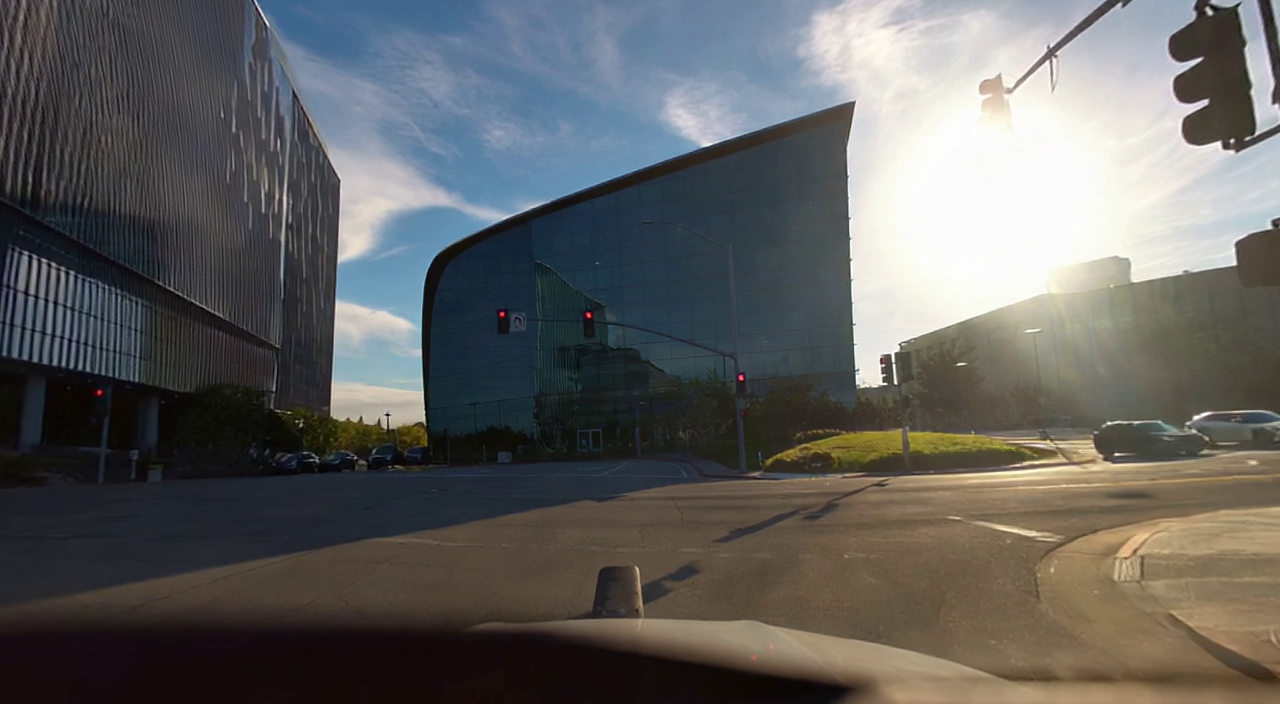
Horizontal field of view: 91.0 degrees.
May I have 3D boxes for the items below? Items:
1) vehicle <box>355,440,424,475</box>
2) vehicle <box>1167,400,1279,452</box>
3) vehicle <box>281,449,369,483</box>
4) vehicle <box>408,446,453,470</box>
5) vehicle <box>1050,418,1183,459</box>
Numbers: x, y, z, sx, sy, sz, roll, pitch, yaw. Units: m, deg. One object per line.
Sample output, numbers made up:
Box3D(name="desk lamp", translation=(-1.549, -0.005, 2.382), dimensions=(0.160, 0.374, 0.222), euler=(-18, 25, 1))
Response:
Box3D(name="vehicle", translation=(-14.888, 6.298, 37.729), dimensions=(2.091, 1.915, 5.040), euler=(0, -9, -1))
Box3D(name="vehicle", translation=(24.404, 3.023, 25.197), dimensions=(2.109, 1.836, 5.080), euler=(-2, -10, -1))
Box3D(name="vehicle", translation=(-14.808, 5.347, 29.898), dimensions=(1.790, 1.437, 4.349), euler=(0, -9, 2))
Box3D(name="vehicle", translation=(-15.157, 7.669, 45.750), dimensions=(1.932, 1.605, 4.146), euler=(1, -9, -2))
Box3D(name="vehicle", translation=(19.066, 3.526, 25.504), dimensions=(1.834, 1.480, 4.458), euler=(0, -9, -1))
